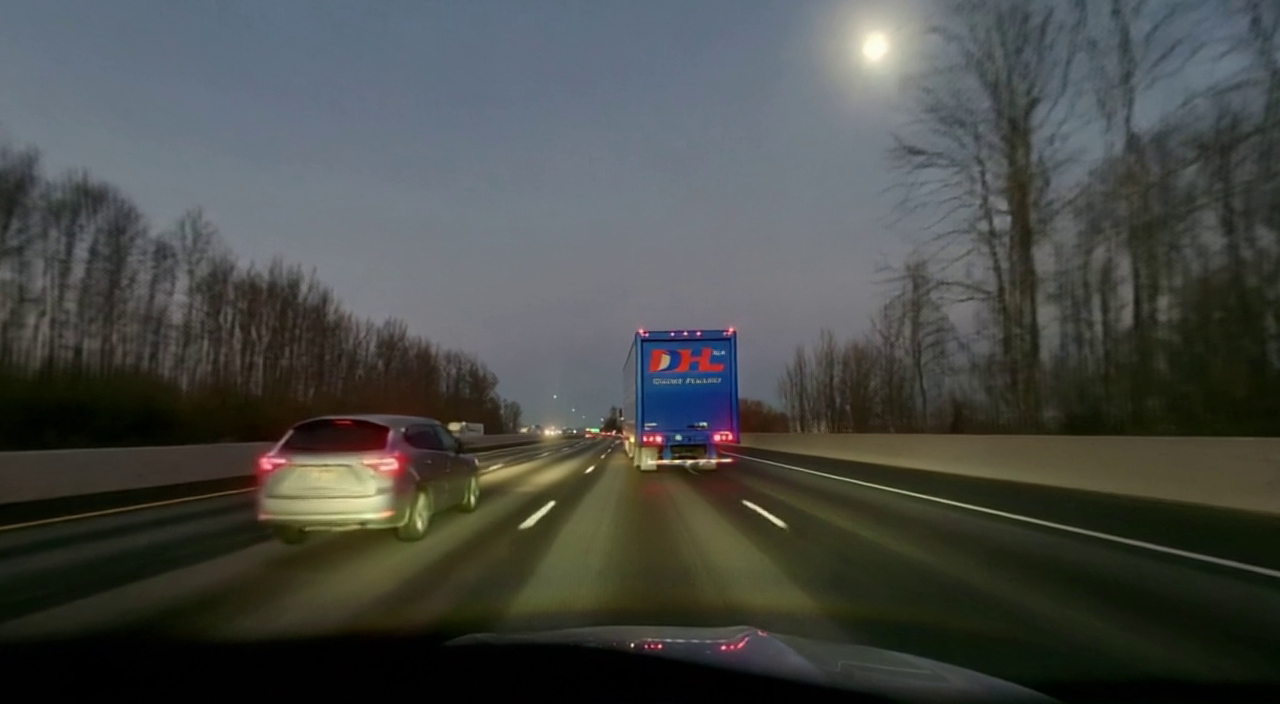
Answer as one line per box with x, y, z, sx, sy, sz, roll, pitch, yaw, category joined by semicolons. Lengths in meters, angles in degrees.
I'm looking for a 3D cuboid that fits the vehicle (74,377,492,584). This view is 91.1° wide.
-3.706;1.457;8.112;2.394;1.787;5.186;0;-8;-1;vehicle

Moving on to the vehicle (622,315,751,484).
1.018;1.745;20.153;3.011;4.211;8.926;0;-8;-3;vehicle
